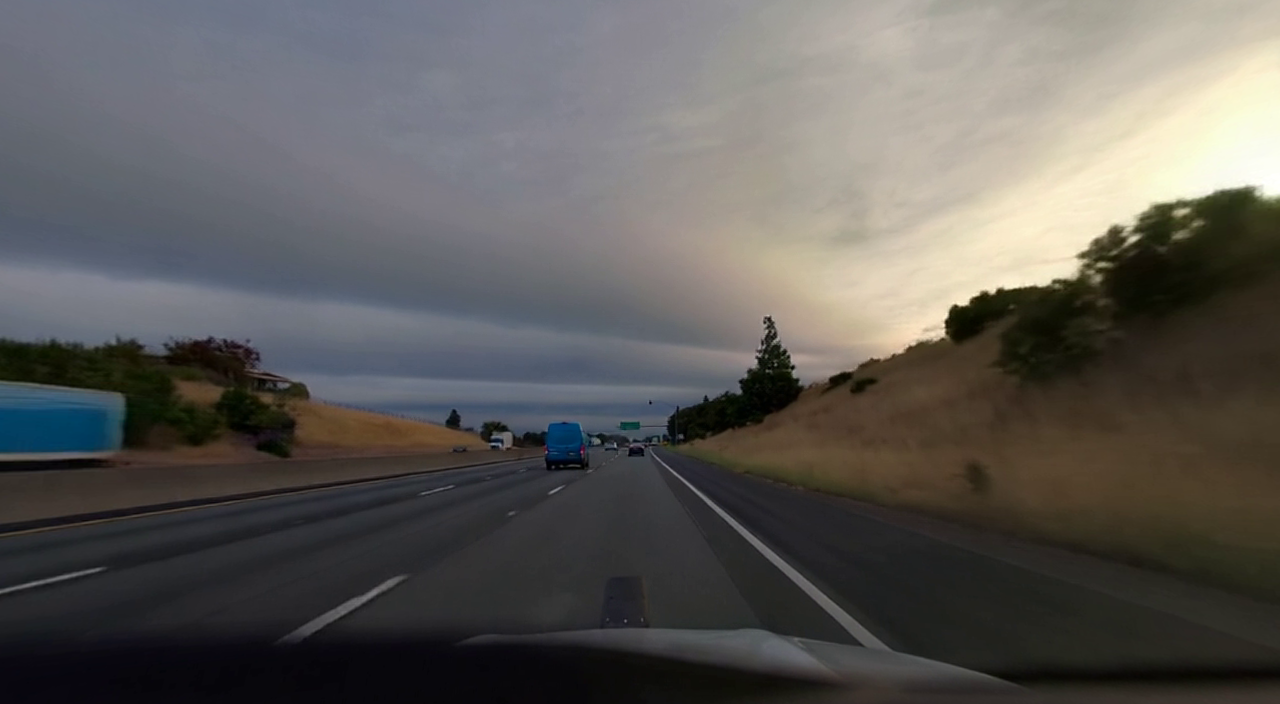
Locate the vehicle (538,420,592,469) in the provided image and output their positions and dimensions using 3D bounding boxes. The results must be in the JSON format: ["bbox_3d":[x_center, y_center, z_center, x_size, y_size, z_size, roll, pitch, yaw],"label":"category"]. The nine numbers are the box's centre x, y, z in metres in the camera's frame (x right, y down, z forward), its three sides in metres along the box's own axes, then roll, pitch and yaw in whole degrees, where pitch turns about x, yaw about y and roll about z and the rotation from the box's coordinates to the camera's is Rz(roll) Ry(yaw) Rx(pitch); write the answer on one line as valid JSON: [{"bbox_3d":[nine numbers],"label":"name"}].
[{"bbox_3d":[-4.075,5.154,35.160,2.329,2.483,5.428,0,-8,0],"label":"vehicle"}]

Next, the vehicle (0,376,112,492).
[{"bbox_3d":[-23.859,2.502,19.417,2.914,4.020,14.107,0,-8,0],"label":"vehicle"}]
